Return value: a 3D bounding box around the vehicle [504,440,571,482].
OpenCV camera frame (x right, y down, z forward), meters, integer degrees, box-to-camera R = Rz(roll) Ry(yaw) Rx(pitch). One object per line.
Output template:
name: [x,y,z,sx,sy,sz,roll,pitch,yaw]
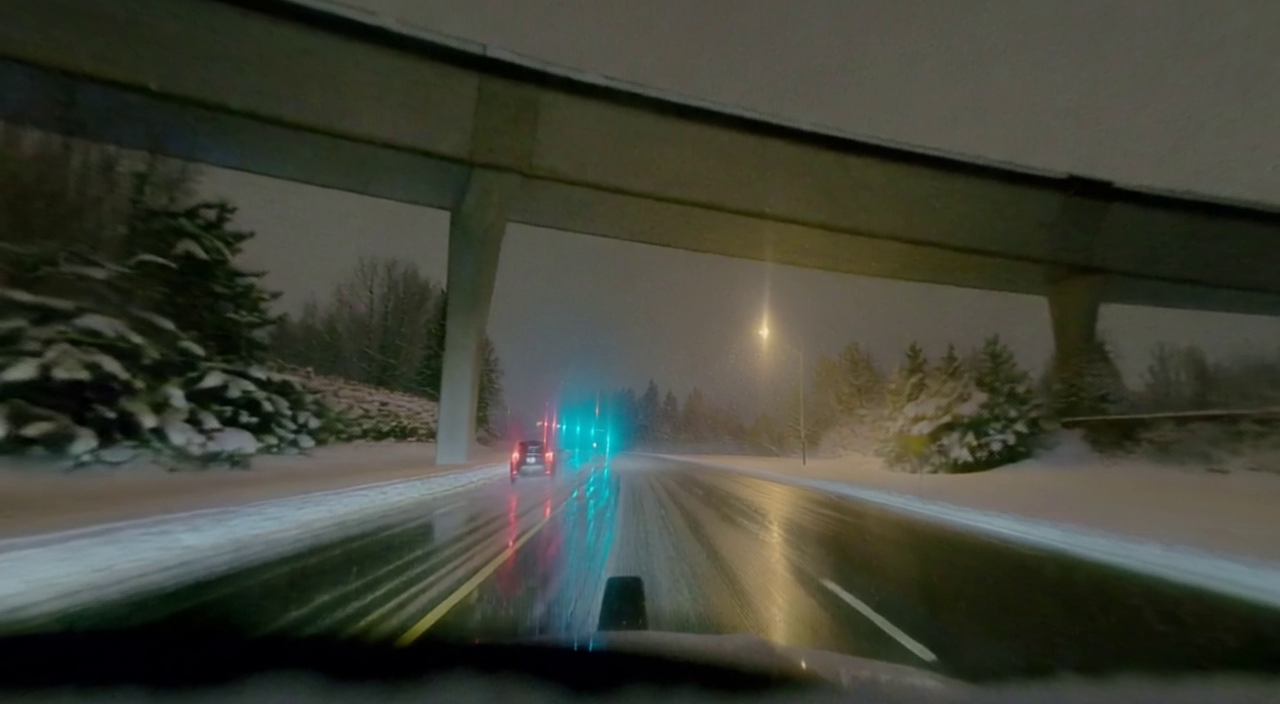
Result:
vehicle: [-3.937,4.279,25.015,1.968,1.503,4.443,0,-8,-1]
